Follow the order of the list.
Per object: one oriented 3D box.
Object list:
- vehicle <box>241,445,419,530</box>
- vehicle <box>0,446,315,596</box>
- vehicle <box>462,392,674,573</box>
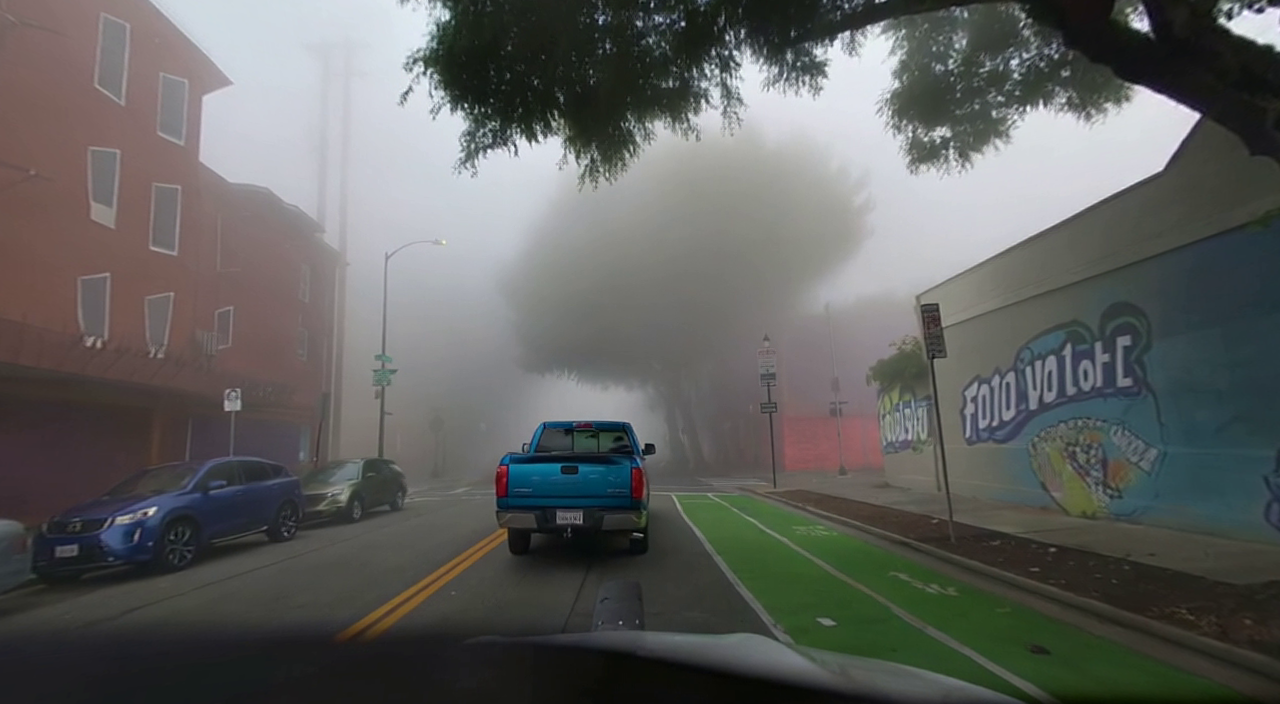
[{"bbox_3d":[-7.388,3.214,15.801,1.884,1.730,5.076,0,-8,0],"label":"vehicle"},{"bbox_3d":[-7.229,2.437,10.131,1.882,1.686,4.489,-4,-8,-3],"label":"vehicle"},{"bbox_3d":[-0.733,1.711,9.020,2.215,1.882,4.611,0,-8,1],"label":"vehicle"}]
